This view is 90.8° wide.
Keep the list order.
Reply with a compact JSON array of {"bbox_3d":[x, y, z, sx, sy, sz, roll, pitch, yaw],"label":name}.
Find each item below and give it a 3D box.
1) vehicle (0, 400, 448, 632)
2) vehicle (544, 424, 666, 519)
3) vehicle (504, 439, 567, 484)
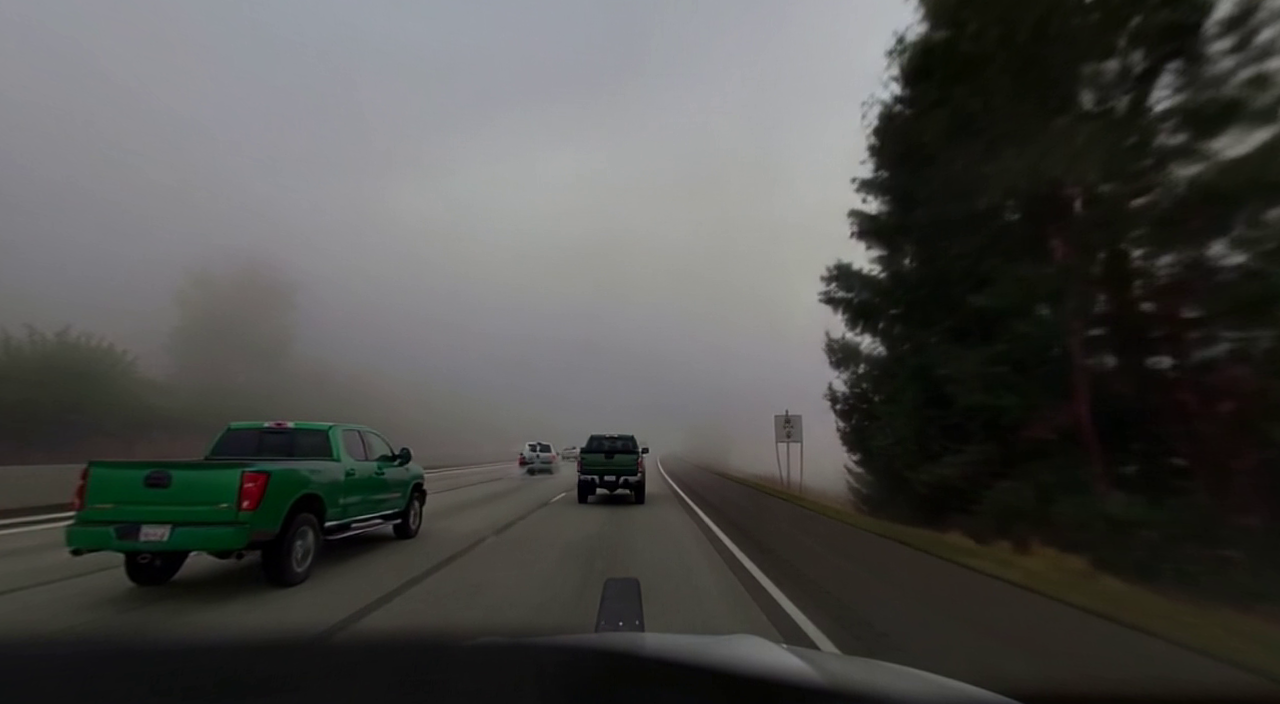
[{"bbox_3d":[-4.037,1.597,7.344,2.038,1.704,5.181,0,-8,-1],"label":"vehicle"},{"bbox_3d":[-0.623,2.573,14.104,2.293,1.753,4.380,0,-8,1],"label":"vehicle"},{"bbox_3d":[-4.439,4.737,27.575,1.991,1.776,4.333,0,-8,0],"label":"vehicle"}]
